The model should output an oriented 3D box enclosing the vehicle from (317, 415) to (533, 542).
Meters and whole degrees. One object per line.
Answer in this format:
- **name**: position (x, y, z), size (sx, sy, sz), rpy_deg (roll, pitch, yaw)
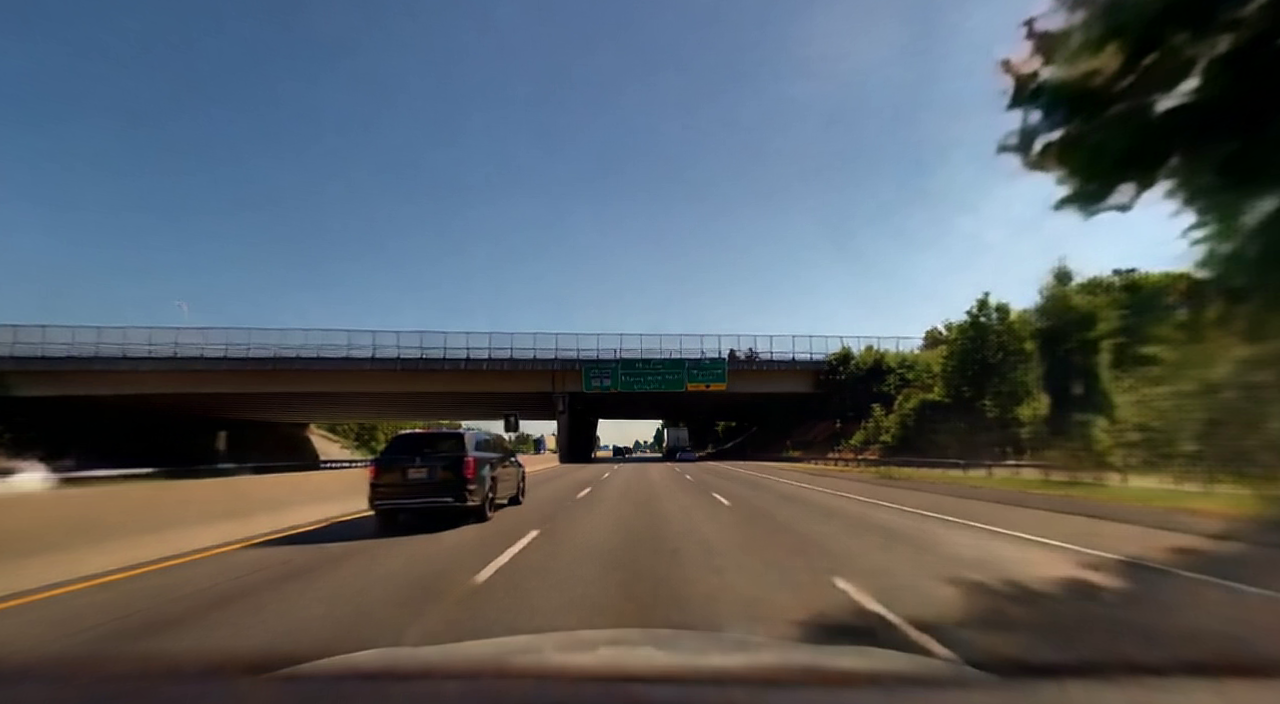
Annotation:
- **vehicle**: position (-3.440, 2.140, 11.286), size (2.238, 1.792, 4.518), rpy_deg (0, -9, 0)
